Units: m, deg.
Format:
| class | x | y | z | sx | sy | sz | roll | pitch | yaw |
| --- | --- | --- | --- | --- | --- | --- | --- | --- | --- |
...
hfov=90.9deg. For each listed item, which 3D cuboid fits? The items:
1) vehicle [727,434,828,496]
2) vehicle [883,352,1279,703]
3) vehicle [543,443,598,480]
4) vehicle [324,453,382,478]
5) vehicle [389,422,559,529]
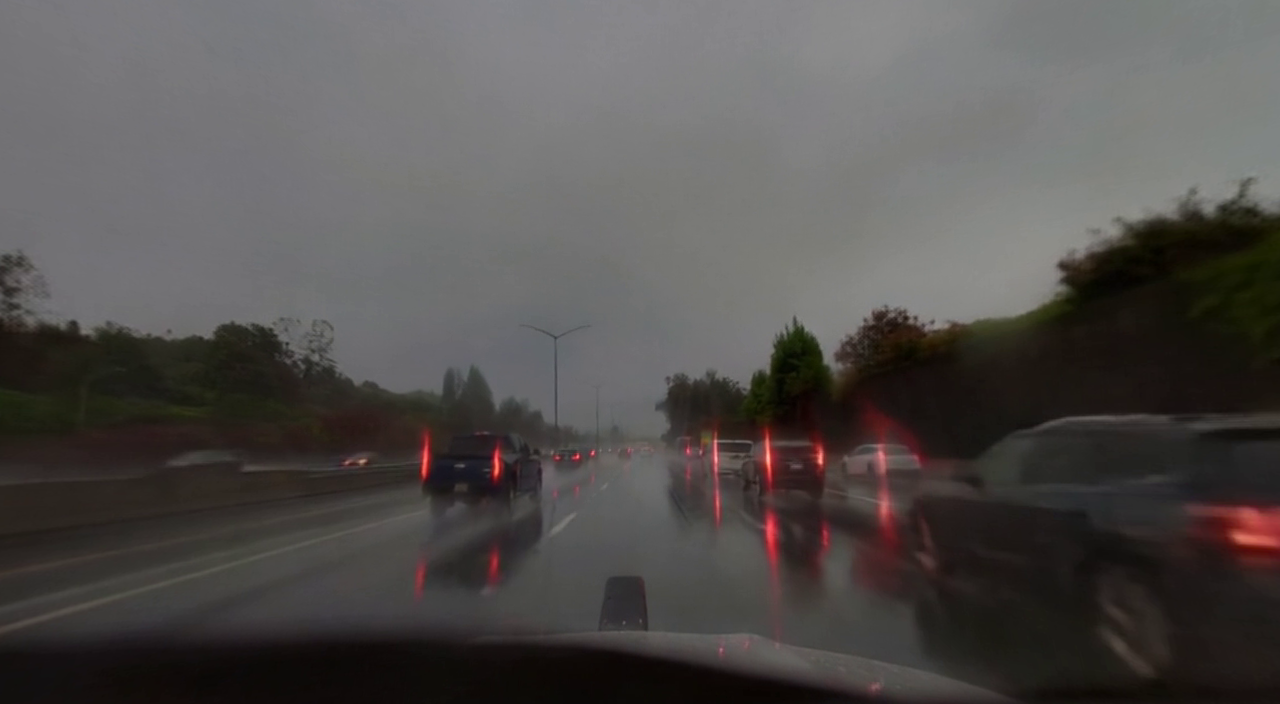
| class | x | y | z | sx | sy | sz | roll | pitch | yaw |
| --- | --- | --- | --- | --- | --- | --- | --- | --- | --- |
| vehicle | 4.085 | 3.436 | 19.659 | 2.023 | 1.670 | 4.869 | 0 | -8 | -1 |
| vehicle | 3.910 | 1.190 | 4.888 | 2.144 | 1.752 | 4.765 | 0 | -8 | 0 |
| vehicle | -3.197 | 5.142 | 30.029 | 1.974 | 1.589 | 5.047 | -1 | -8 | 1 |
| vehicle | -19.219 | 7.579 | 42.453 | 1.849 | 1.503 | 4.328 | 0 | -8 | 0 |
| vehicle | -3.085 | 2.415 | 12.973 | 2.139 | 1.764 | 4.707 | -1 | -8 | 1 |
